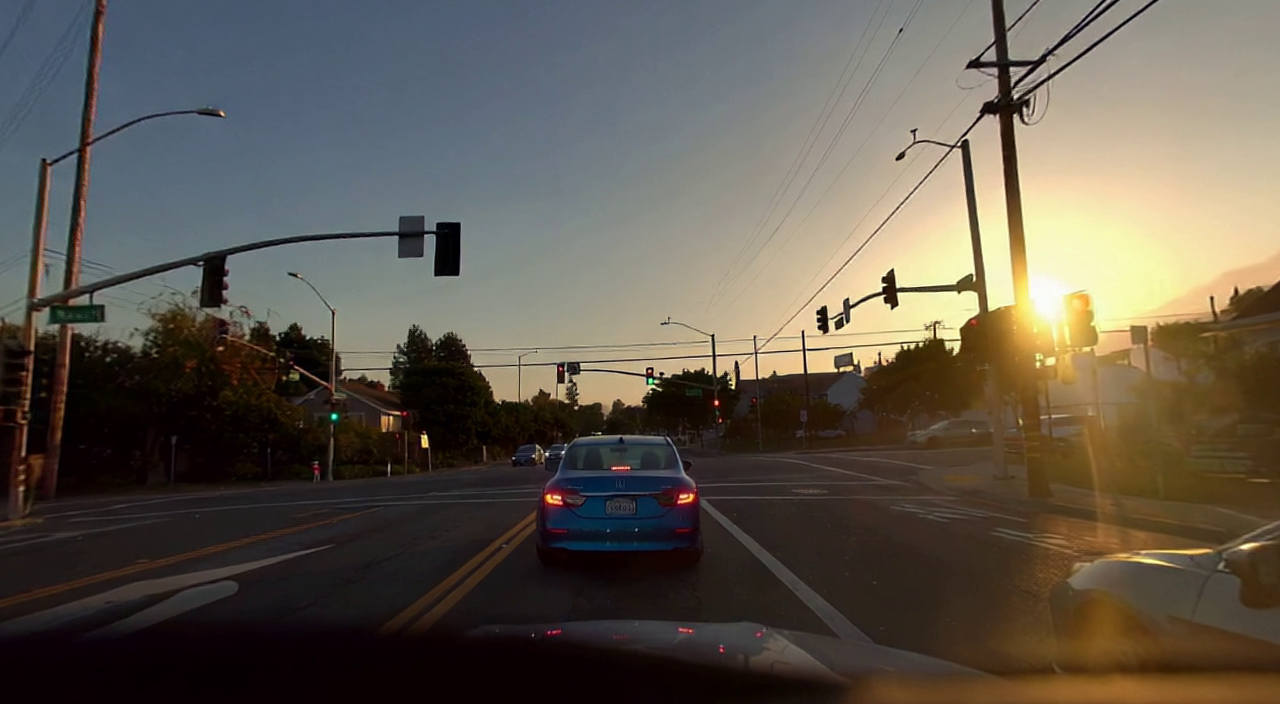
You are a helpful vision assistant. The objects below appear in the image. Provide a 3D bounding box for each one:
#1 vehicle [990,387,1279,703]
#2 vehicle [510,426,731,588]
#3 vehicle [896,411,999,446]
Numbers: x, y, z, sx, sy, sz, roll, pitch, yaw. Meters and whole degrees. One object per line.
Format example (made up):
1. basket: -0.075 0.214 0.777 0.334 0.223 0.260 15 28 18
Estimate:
1. vehicle: 2.931 0.826 1.703 1.860 1.494 3.707 0 -8 1
2. vehicle: -0.218 1.760 8.054 2.061 1.485 4.196 0 -8 -1
3. vehicle: 16.463 4.134 33.952 4.431 1.555 1.886 -4 -9 2
